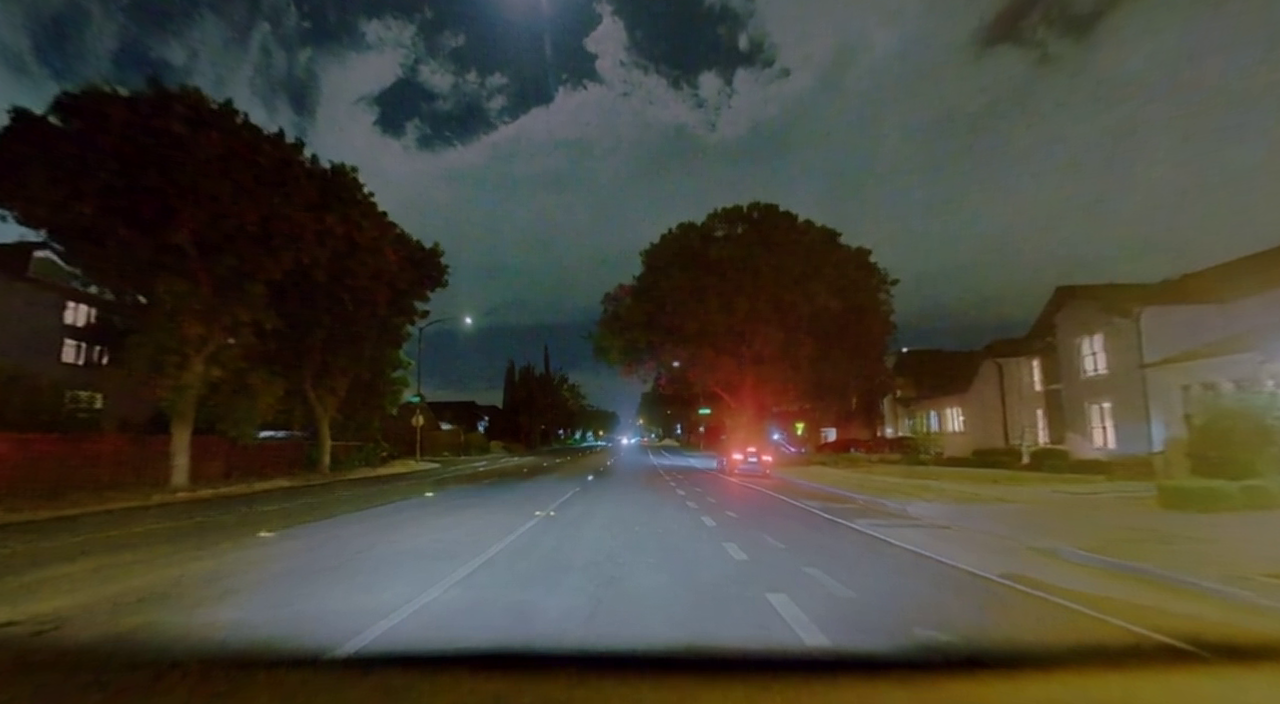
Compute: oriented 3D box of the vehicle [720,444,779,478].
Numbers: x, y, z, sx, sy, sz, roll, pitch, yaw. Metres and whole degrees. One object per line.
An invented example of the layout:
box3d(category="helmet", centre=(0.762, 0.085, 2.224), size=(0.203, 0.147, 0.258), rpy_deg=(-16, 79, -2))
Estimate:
box3d(category="vehicle", centre=(5.050, 5.063, 29.690), size=(1.904, 1.475, 4.386), rpy_deg=(0, -8, -1))
